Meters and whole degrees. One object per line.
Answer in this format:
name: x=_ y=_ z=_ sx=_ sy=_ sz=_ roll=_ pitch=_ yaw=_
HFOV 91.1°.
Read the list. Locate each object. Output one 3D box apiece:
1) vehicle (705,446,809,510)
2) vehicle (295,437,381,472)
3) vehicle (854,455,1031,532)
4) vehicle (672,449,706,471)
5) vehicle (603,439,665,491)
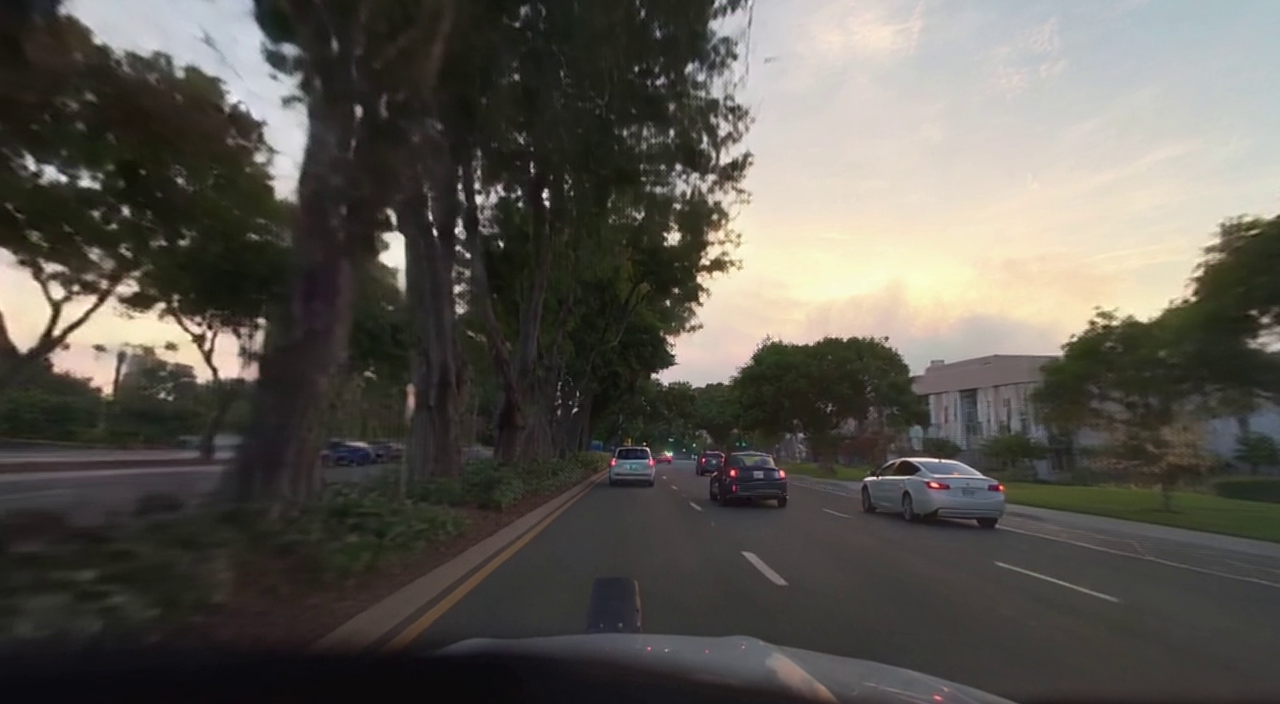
vehicle: x=3.002 y=3.325 z=17.114 sx=1.932 sy=1.510 sz=4.168 roll=0 pitch=-9 yaw=-1
vehicle: x=-15.746 y=5.368 z=33.050 sx=2.100 sy=1.708 sz=4.567 roll=0 pitch=-9 yaw=2
vehicle: x=6.712 y=3.150 z=14.579 sx=1.944 sy=1.458 sz=4.268 roll=0 pitch=-9 yaw=0
vehicle: x=3.417 y=7.624 z=44.659 sx=2.012 sy=1.462 sz=4.163 roll=0 pitch=-9 yaw=-1
vehicle: x=-0.207 y=4.007 z=22.615 sx=2.008 sy=1.674 sz=4.239 roll=0 pitch=-9 yaw=0
